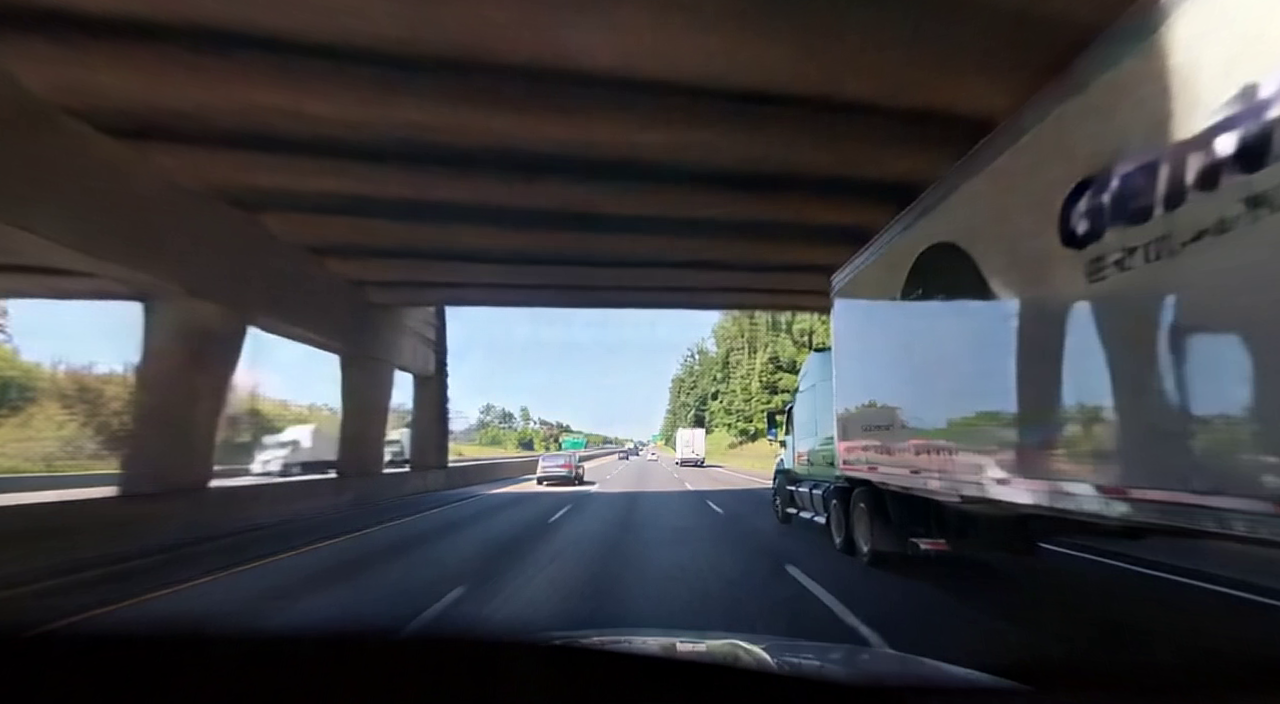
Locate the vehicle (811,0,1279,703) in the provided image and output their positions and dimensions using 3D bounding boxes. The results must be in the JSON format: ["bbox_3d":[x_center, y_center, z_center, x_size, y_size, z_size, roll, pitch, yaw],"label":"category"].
[{"bbox_3d":[4.580,-0.002,4.304,2.858,3.952,13.731,0,-9,-1],"label":"vehicle"}]

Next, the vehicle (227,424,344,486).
[{"bbox_3d":[-17.979,5.265,32.419,2.478,2.841,5.807,0,-9,1],"label":"vehicle"}]

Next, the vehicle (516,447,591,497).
[{"bbox_3d":[-2.915,4.154,22.231,1.960,1.579,4.384,0,-9,1],"label":"vehicle"}]
